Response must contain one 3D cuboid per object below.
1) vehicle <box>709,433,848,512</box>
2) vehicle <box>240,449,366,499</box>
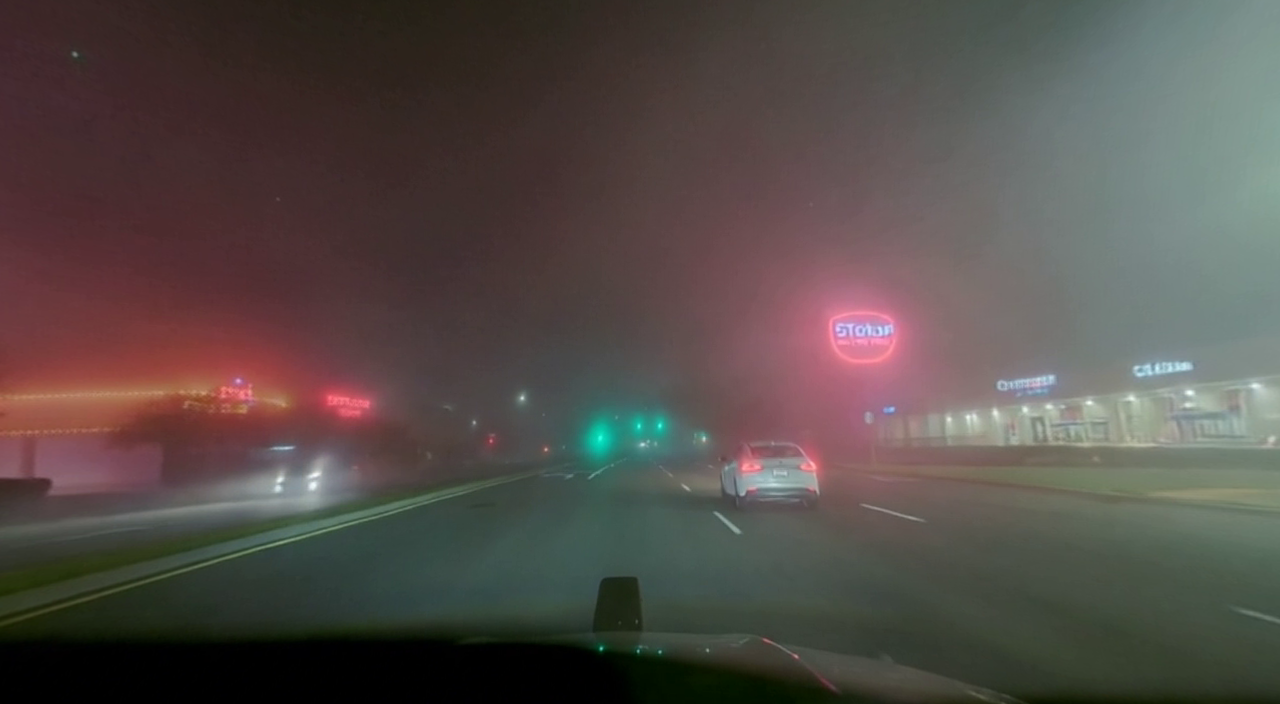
[{"bbox_3d":[2.867,2.611,14.140,2.015,1.479,4.444,0,-8,-1],"label":"vehicle"},{"bbox_3d":[-11.527,4.148,21.903,1.944,1.512,4.278,0,-8,1],"label":"vehicle"}]
